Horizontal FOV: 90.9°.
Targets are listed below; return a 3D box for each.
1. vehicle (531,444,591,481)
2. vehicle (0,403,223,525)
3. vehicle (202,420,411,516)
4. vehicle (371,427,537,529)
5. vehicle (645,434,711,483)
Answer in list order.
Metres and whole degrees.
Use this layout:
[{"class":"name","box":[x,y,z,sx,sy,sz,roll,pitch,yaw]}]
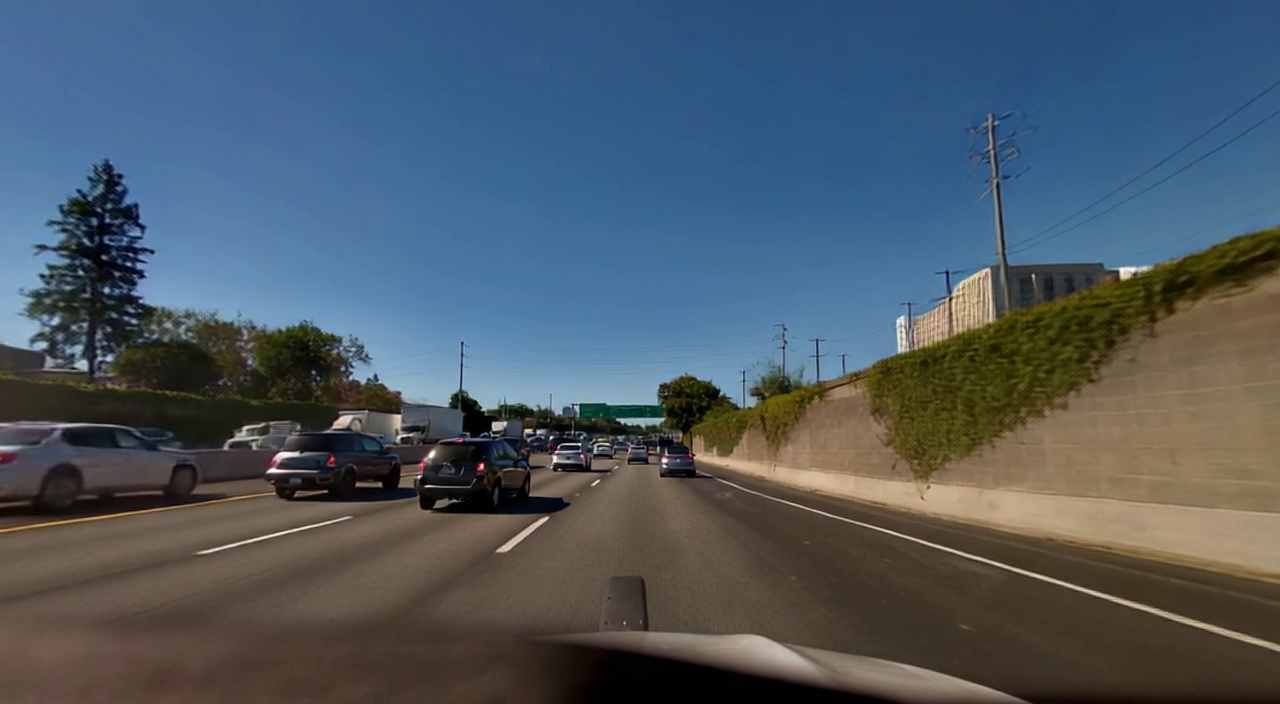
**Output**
[{"class":"vehicle","box":[-3.487,4.964,28.680,2.049,1.530,4.707,0,-8,1]},{"class":"vehicle","box":[-10.736,2.065,12.014,2.089,1.847,4.981,0,-8,1]},{"class":"vehicle","box":[-7.271,2.582,14.516,2.222,1.825,4.640,0,-8,0]},{"class":"vehicle","box":[-3.561,2.497,13.112,2.026,1.719,4.490,0,-8,1]},{"class":"vehicle","box":[1.730,5.194,31.110,2.793,2.132,5.682,0,-8,-1]}]
